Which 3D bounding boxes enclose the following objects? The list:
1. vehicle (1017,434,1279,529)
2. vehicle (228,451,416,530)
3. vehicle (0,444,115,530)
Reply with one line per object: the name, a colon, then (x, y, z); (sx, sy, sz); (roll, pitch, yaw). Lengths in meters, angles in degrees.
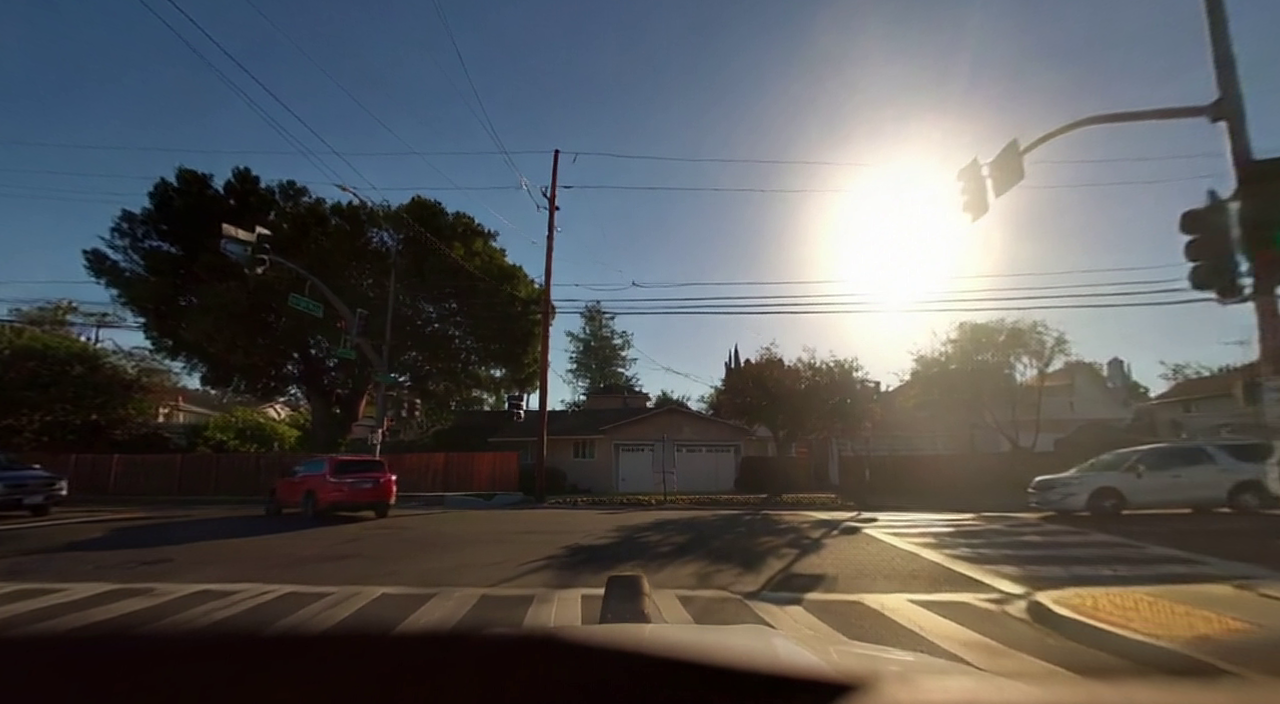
vehicle: (10.703, 2.567, 12.842); (4.600, 1.722, 2.074); (-1, -9, 7)
vehicle: (-7.464, 3.081, 14.650); (4.512, 1.506, 2.078); (-7, -11, 38)
vehicle: (-14.202, 2.802, 13.466); (4.485, 1.625, 1.980); (-1, -9, 9)
